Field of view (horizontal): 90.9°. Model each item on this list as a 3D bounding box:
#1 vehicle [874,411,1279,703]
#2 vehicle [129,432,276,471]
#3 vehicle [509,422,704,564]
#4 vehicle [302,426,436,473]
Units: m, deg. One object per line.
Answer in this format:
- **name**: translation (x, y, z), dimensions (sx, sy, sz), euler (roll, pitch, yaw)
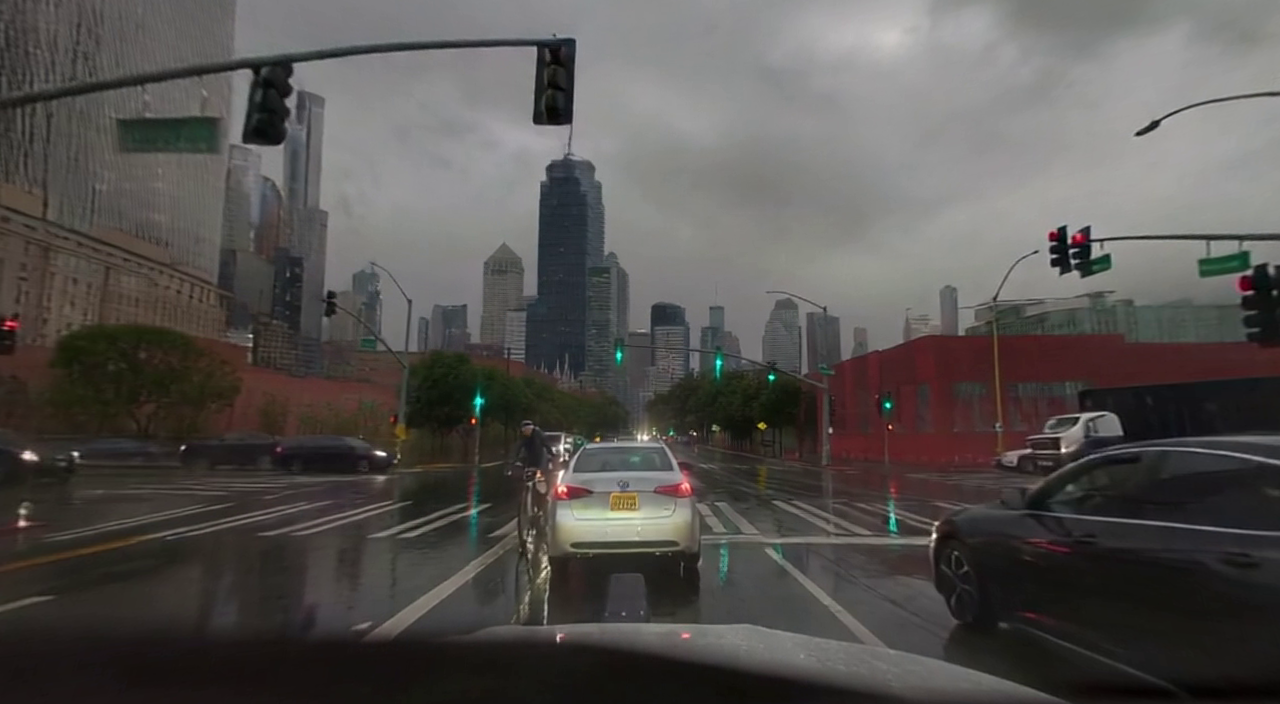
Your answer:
- **vehicle**: translation (3.229, 1.156, 3.723), dimensions (1.942, 1.443, 4.468), euler (0, -8, 0)
- **vehicle**: translation (-17.528, 4.014, 25.431), dimensions (4.511, 1.483, 1.877), euler (0, -8, 1)
- **vehicle**: translation (-0.414, 1.754, 8.540), dimensions (2.031, 1.461, 3.763), euler (0, -8, -2)
- **vehicle**: translation (-10.431, 3.751, 24.309), dimensions (4.556, 1.689, 1.982), euler (-3, -9, 21)
